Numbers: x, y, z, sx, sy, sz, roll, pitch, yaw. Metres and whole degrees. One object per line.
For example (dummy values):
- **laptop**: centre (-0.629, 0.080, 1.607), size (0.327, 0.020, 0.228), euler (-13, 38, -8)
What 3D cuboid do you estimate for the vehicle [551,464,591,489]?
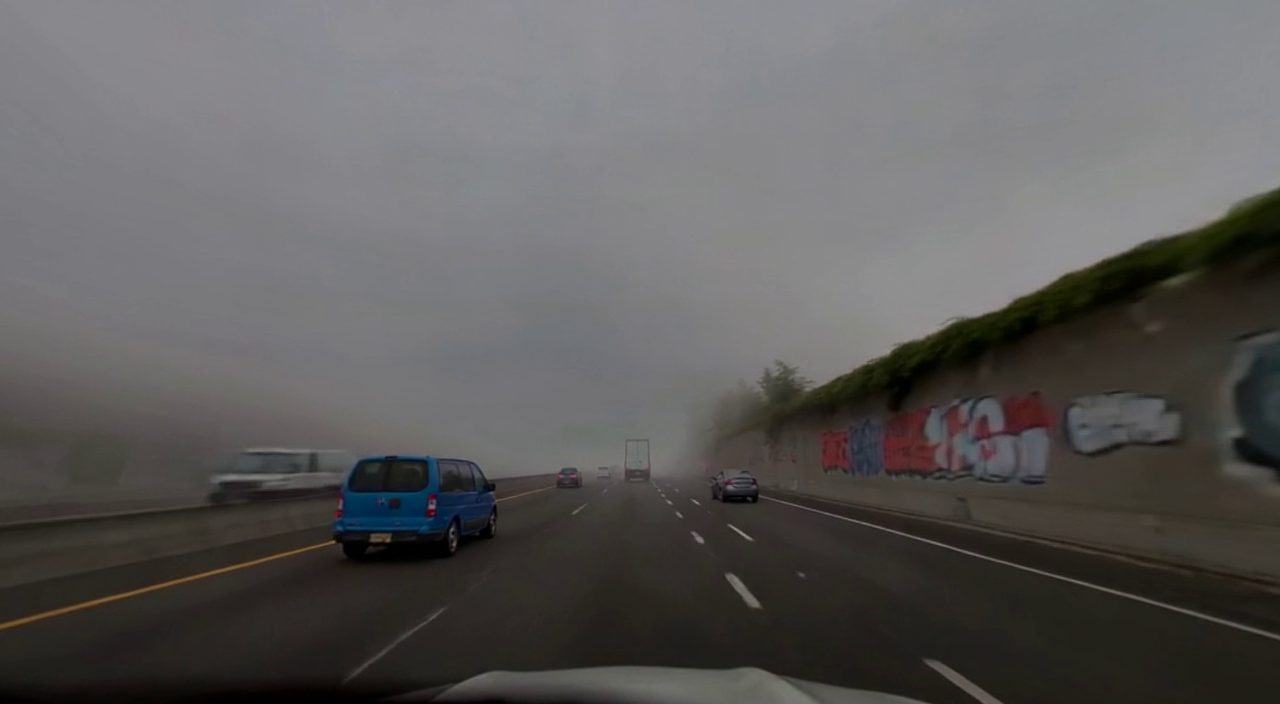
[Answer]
- **vehicle**: centre (-4.323, 7.847, 39.817), size (2.054, 1.443, 4.131), euler (1, -10, 0)

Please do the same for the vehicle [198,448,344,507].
- **vehicle**: centre (-12.928, 4.452, 22.593), size (2.125, 1.796, 5.031), euler (1, -10, 1)

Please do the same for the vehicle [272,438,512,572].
- **vehicle**: centre (-3.544, 2.314, 10.147), size (2.004, 1.610, 4.508), euler (1, -10, 0)

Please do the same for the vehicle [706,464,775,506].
- **vehicle**: centre (3.830, 5.186, 24.794), size (1.917, 1.458, 4.199), euler (1, -10, -1)
